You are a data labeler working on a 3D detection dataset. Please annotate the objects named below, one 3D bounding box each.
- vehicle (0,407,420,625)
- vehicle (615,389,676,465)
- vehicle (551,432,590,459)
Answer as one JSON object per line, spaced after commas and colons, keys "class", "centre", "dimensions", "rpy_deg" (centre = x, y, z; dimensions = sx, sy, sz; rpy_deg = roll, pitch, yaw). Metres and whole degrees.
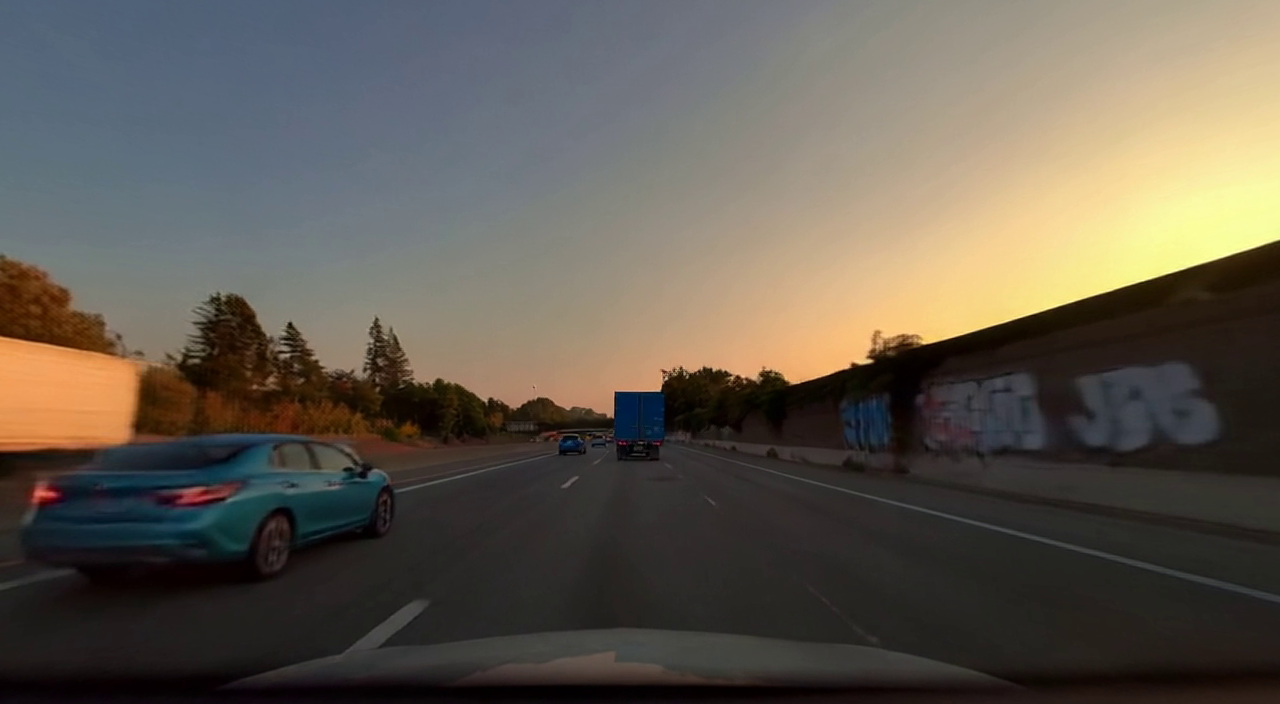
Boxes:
{"class": "vehicle", "centre": [-4.129, 1.465, 6.764], "dimensions": [1.948, 1.526, 4.525], "rpy_deg": [0, -8, -1]}
{"class": "vehicle", "centre": [0.133, 4.263, 35.314], "dimensions": [2.927, 3.649, 9.443], "rpy_deg": [0, -8, -2]}
{"class": "vehicle", "centre": [-4.373, 5.954, 40.258], "dimensions": [2.058, 1.645, 4.130], "rpy_deg": [0, -8, 0]}
